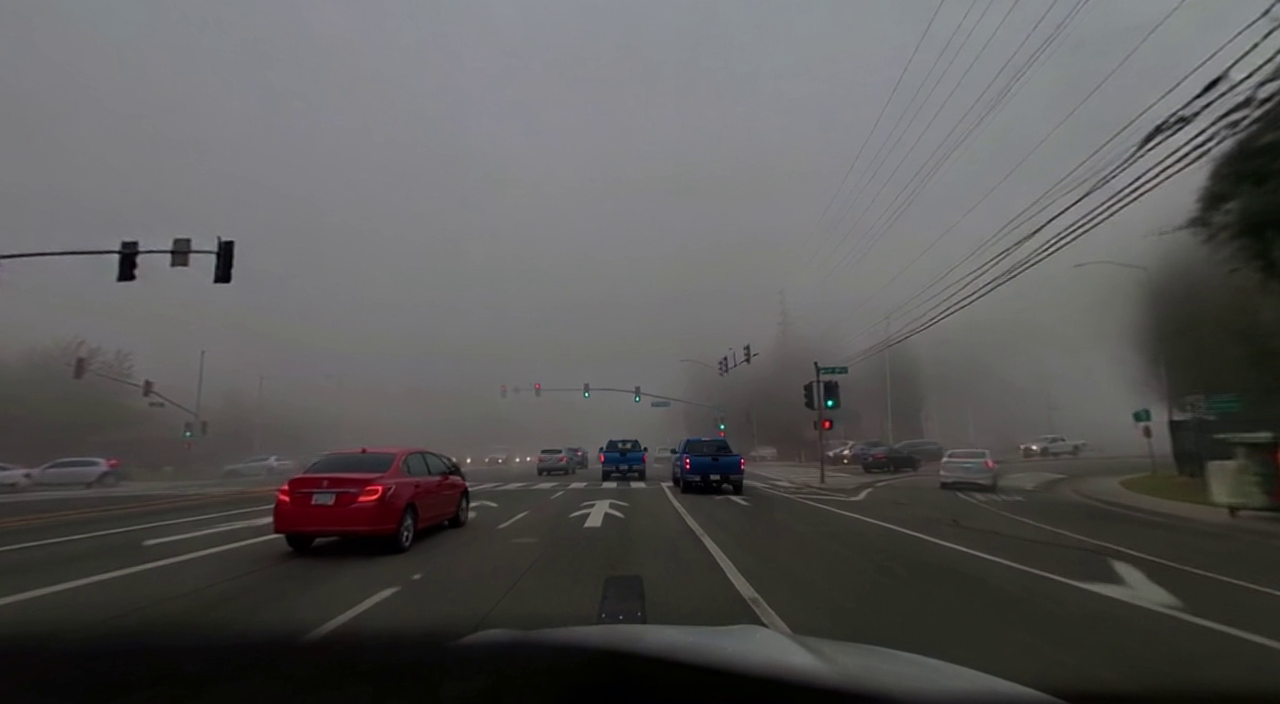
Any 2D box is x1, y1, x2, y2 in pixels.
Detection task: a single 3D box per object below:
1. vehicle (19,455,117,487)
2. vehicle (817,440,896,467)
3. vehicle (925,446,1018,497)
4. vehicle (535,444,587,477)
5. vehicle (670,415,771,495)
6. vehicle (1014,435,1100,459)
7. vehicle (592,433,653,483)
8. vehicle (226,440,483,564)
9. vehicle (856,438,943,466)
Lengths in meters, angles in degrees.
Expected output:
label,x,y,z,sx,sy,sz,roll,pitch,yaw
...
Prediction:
label,x,y,z,sx,sy,sz,roll,pitch,yaw
vehicle,-33.395,6.884,36.900,4.471,1.721,2.184,-3,-9,19
vehicle,14.997,7.057,43.937,4.681,1.756,2.109,2,-9,-10
vehicle,10.690,3.828,20.719,2.212,1.466,4.126,-4,-9,21
vehicle,-4.394,6.124,35.855,2.273,1.749,4.385,0,-9,1
vehicle,2.852,3.968,24.593,2.905,2.636,6.895,0,-9,-1
vehicle,30.875,7.062,46.839,4.848,1.769,2.301,2,-9,-9
vehicle,-0.723,5.025,30.325,2.643,2.145,5.585,0,-9,1
vehicle,-4.075,2.186,10.066,1.939,1.494,4.499,0,-9,1
vehicle,16.968,6.536,41.329,4.782,1.768,2.152,2,-9,-12
